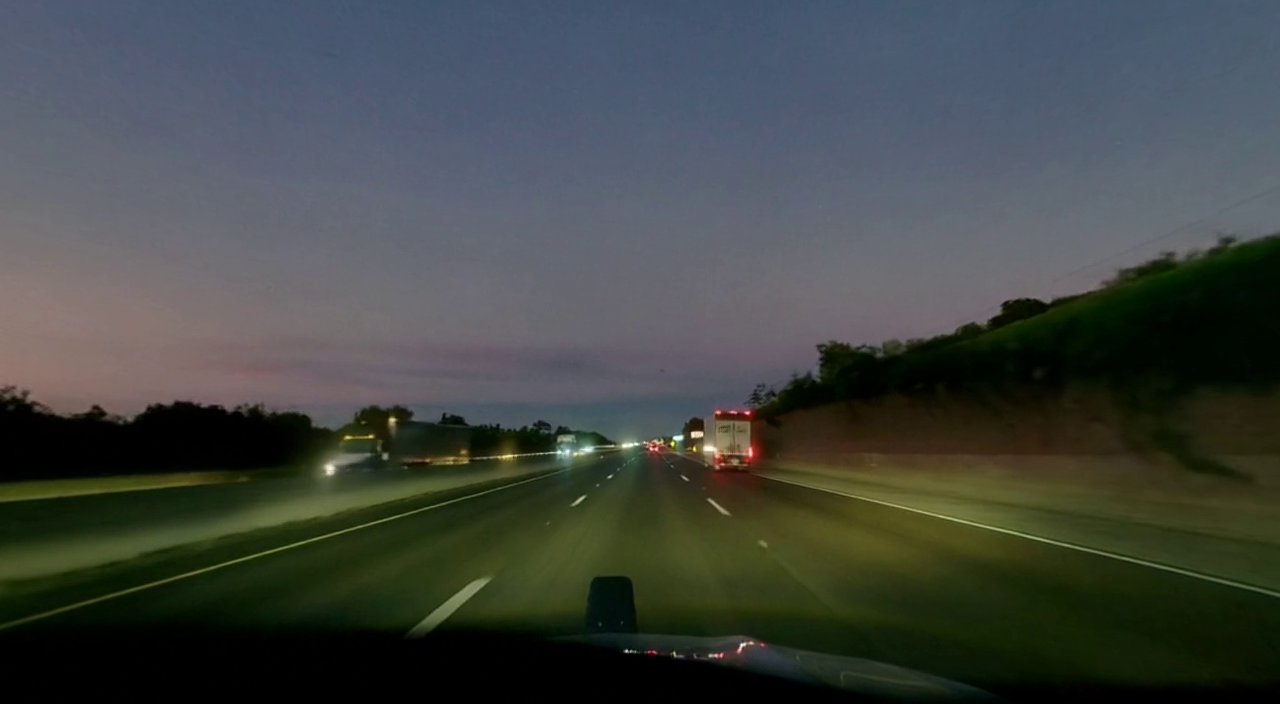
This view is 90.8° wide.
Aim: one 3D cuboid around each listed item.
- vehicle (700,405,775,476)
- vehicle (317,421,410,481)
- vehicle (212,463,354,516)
[{"bbox_3d":[4.994,4.815,33.924,2.771,3.313,8.121,0,-9,1],"label":"vehicle"},{"bbox_3d":[-18.645,6.677,43.102,3.109,3.752,6.885,0,-8,1],"label":"vehicle"},{"bbox_3d":[-11.096,4.276,20.045,1.835,1.417,4.391,-1,-9,2],"label":"vehicle"}]
